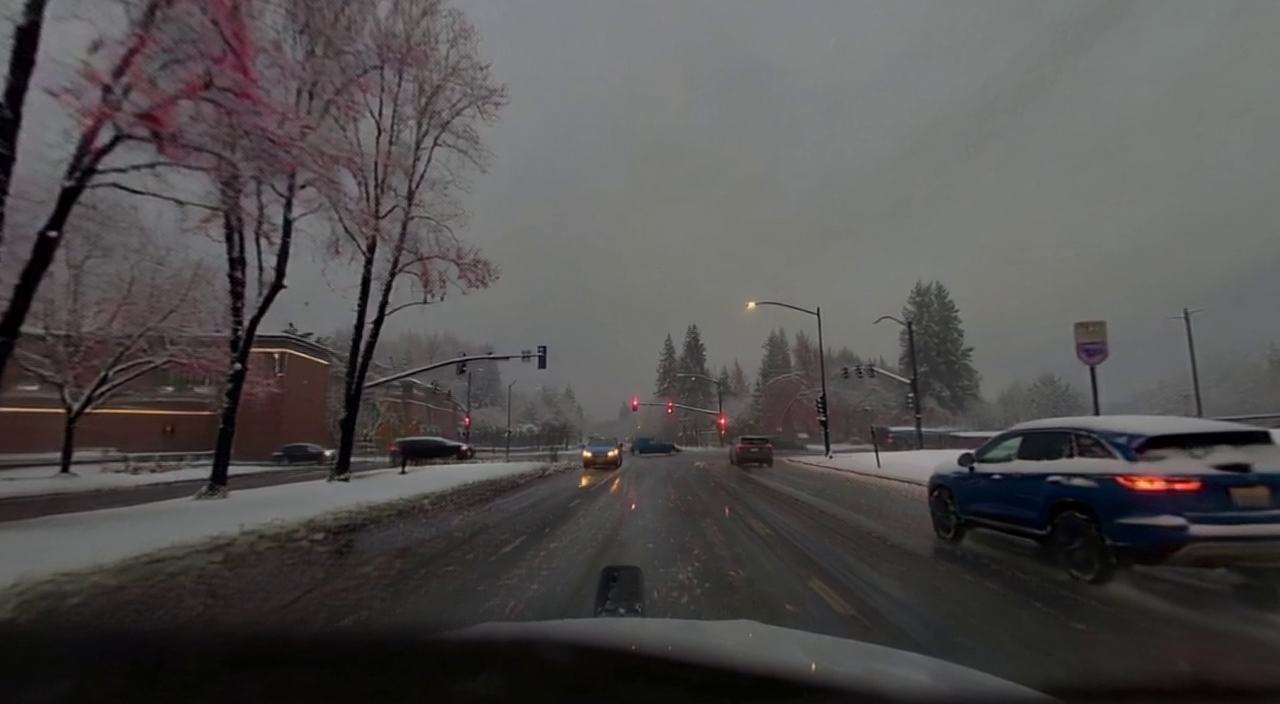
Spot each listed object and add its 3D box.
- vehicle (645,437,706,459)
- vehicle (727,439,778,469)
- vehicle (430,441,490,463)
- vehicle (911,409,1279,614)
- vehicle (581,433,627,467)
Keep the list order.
[{"bbox_3d":[2.664,7.311,48.059,4.520,1.640,1.825,-1,-9,3],"label":"vehicle"},{"bbox_3d":[5.830,5.344,33.292,2.007,1.466,4.291,-1,-9,2],"label":"vehicle"},{"bbox_3d":[-13.928,7.776,49.129,4.089,1.588,1.808,-1,-9,2],"label":"vehicle"},{"bbox_3d":[4.898,1.513,6.904,2.019,1.518,4.285,0,-9,1],"label":"vehicle"},{"bbox_3d":[-1.891,5.353,34.501,1.995,1.703,4.367,-1,-9,4],"label":"vehicle"}]
